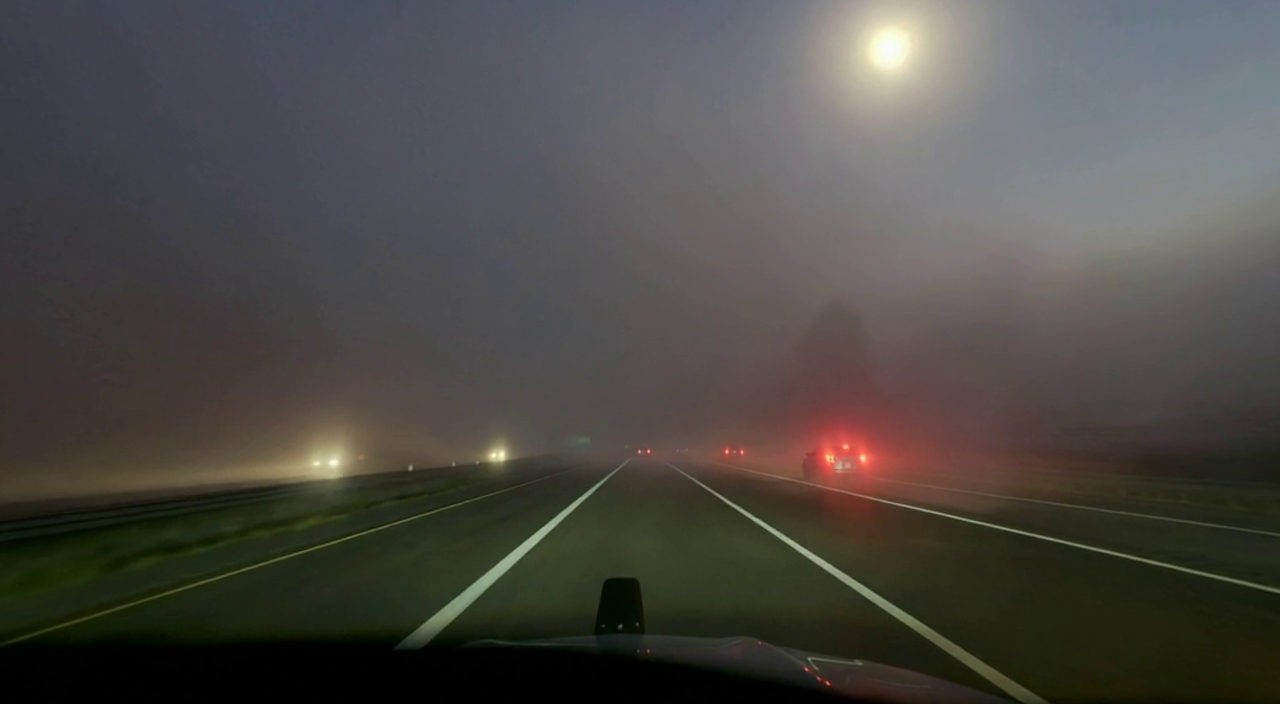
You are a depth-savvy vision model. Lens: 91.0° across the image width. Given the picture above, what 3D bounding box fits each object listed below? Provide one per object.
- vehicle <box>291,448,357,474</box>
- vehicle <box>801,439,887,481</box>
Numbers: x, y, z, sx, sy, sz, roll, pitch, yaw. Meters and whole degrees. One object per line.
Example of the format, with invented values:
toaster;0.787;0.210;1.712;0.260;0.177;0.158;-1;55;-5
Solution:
vehicle;-24.600;8.484;49.296;2.143;1.828;5.680;0;-9;1
vehicle;8.184;4.364;25.698;1.989;1.526;4.443;0;-9;0
